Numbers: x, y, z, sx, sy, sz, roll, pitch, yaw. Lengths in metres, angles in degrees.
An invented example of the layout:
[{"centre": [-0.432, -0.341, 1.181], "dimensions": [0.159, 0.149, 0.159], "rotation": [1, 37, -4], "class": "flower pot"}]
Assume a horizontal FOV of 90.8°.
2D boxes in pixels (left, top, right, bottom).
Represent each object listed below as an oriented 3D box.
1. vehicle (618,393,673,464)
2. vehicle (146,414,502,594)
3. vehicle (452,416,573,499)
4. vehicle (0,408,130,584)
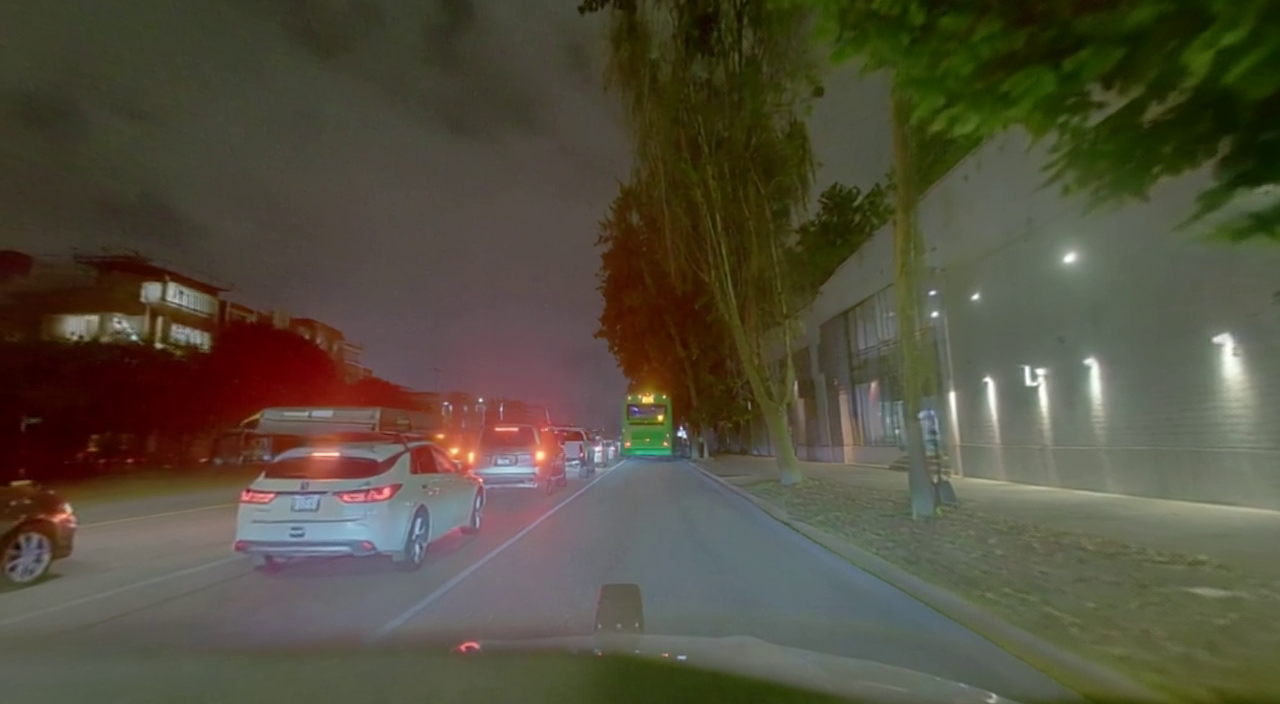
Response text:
[{"centre": [0.391, 5.064, 40.600], "dimensions": [2.970, 3.857, 12.200], "rotation": [0, -9, 1], "class": "vehicle"}, {"centre": [-3.297, 1.682, 7.892], "dimensions": [2.042, 1.571, 4.475], "rotation": [0, -9, 1], "class": "vehicle"}, {"centre": [-3.195, 2.798, 17.089], "dimensions": [2.095, 1.892, 5.043], "rotation": [0, -8, 1], "class": "vehicle"}, {"centre": [-7.332, 1.284, 5.341], "dimensions": [2.252, 1.686, 4.447], "rotation": [0, -9, 1], "class": "vehicle"}]
